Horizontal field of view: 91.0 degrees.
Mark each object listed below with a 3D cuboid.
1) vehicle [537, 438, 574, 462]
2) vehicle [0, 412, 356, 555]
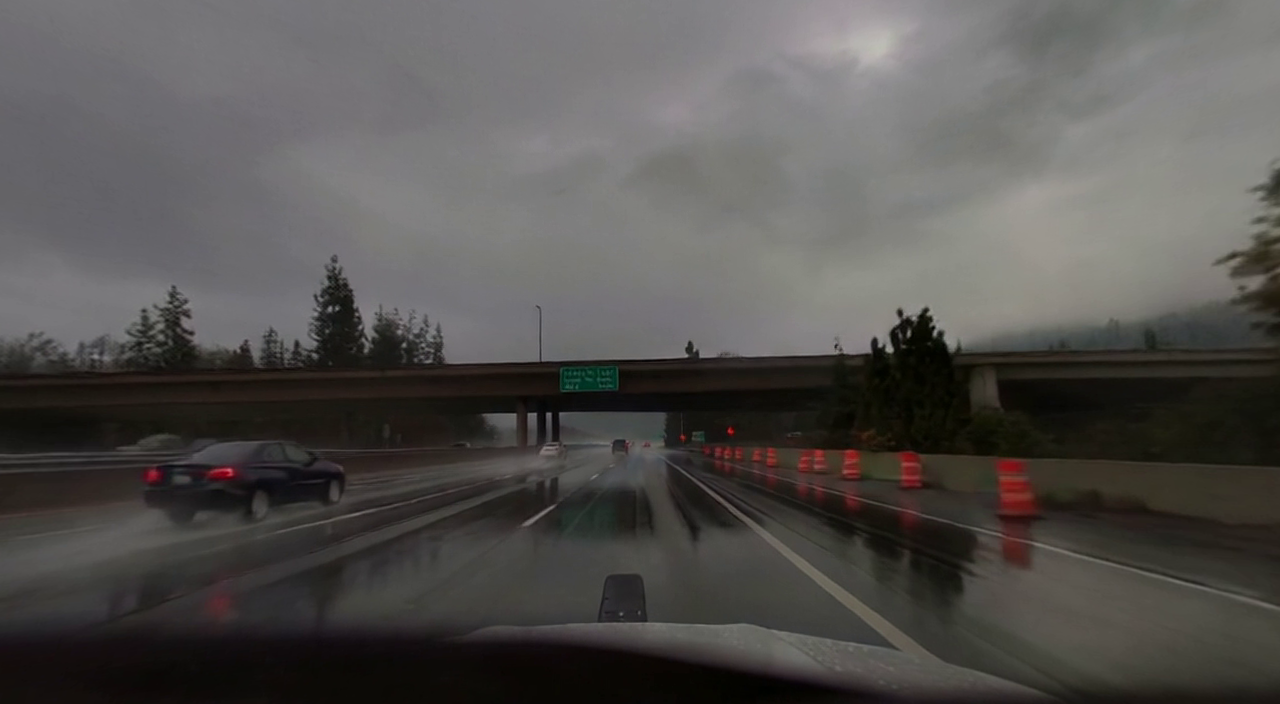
[{"bbox_3d":[-6.485,7.544,48.591,2.103,1.775,4.966,0,-8,1],"label":"vehicle"},{"bbox_3d":[-6.911,1.968,10.222,2.169,1.701,5.113,0,-8,1],"label":"vehicle"}]
